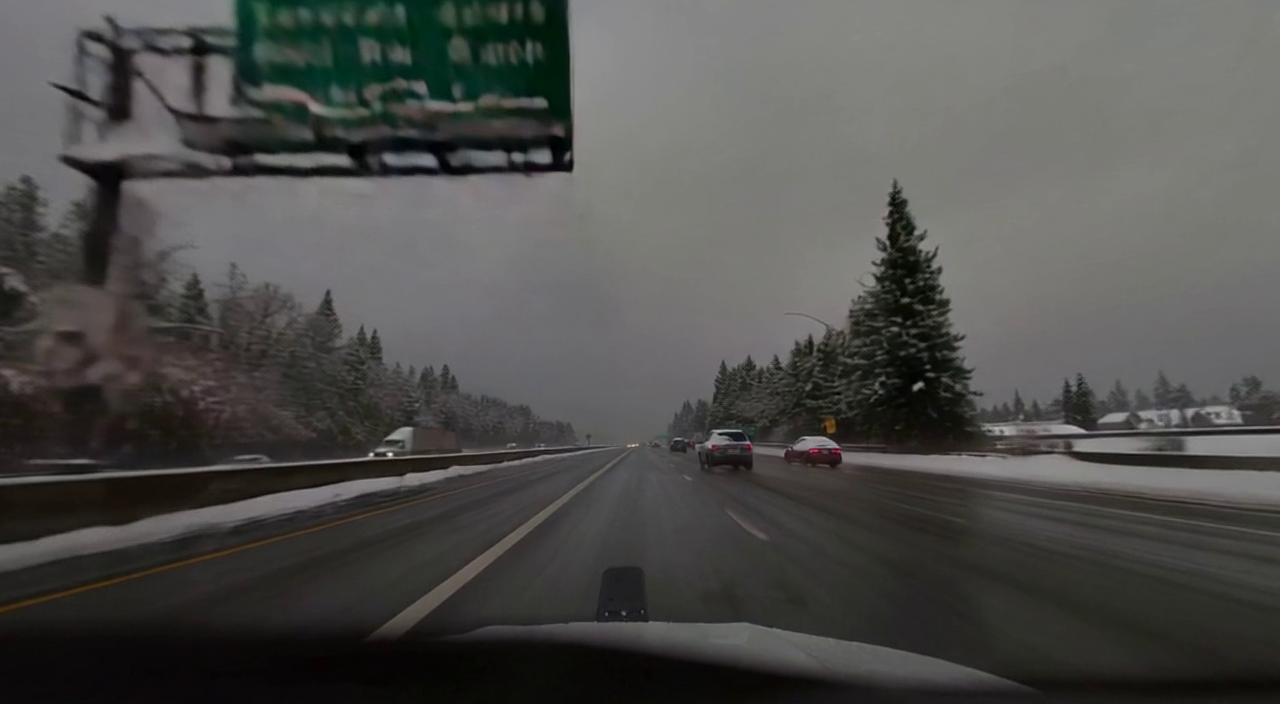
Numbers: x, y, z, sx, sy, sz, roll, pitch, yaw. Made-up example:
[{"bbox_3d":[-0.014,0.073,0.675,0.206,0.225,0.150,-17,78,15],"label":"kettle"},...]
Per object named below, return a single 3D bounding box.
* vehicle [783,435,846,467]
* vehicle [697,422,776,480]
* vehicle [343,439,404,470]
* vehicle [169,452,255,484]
[{"bbox_3d":[9.603,5.493,35.180,2.045,1.658,4.598,0,-8,-2],"label":"vehicle"},{"bbox_3d":[3.606,3.853,24.751,2.218,1.964,5.662,0,-8,0],"label":"vehicle"},{"bbox_3d":[-17.481,6.732,41.664,2.055,1.898,4.547,0,-8,0],"label":"vehicle"},{"bbox_3d":[-21.300,5.764,31.578,1.697,1.415,3.642,0,-8,0],"label":"vehicle"}]
